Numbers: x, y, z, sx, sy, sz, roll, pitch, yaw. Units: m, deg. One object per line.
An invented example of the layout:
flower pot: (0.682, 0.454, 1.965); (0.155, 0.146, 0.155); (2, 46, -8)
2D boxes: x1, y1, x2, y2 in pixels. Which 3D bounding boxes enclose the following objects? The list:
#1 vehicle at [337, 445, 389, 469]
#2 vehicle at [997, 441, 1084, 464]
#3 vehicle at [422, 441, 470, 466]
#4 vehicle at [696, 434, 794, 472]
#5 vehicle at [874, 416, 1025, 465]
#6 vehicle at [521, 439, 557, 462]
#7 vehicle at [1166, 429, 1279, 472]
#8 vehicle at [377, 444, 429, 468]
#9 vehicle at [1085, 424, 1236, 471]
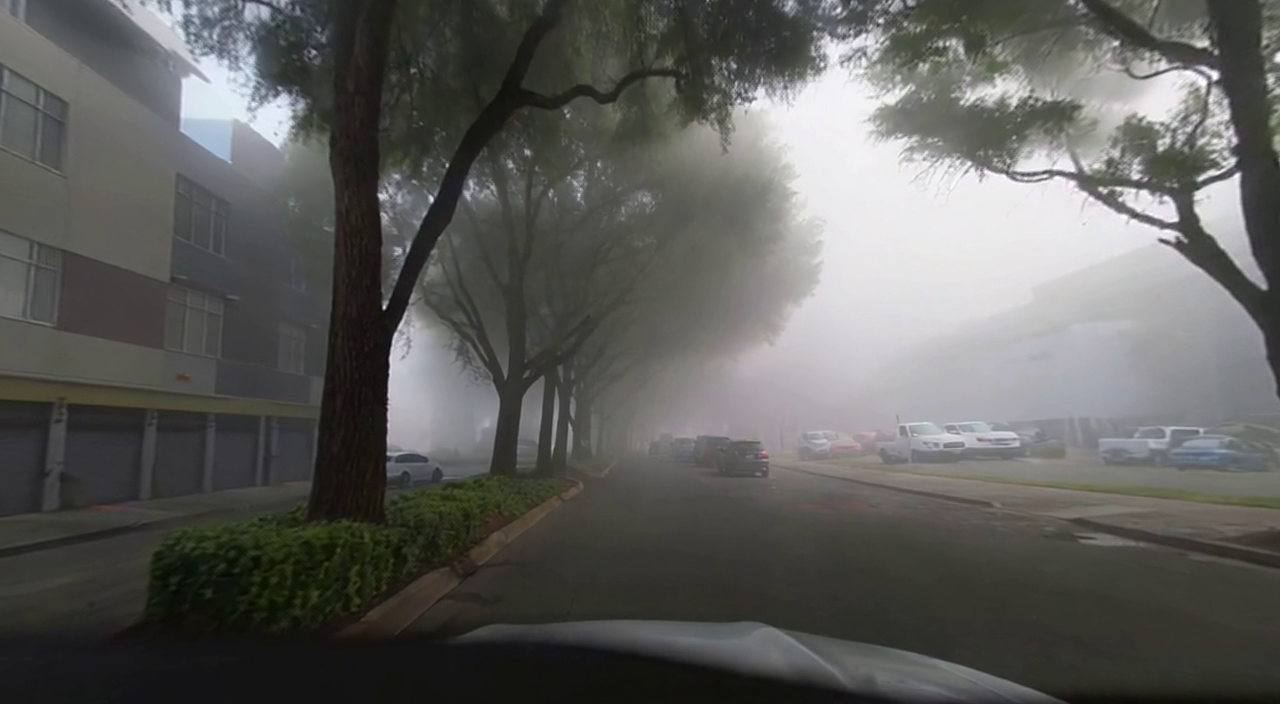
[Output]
vehicle: (-19.914, 7.540, 45.651); (1.880, 1.617, 3.870); (0, -8, 2)
vehicle: (26.589, 6.676, 42.039); (4.558, 1.452, 1.790); (0, -8, -1)
vehicle: (-14.037, 7.372, 45.965); (1.888, 1.657, 4.138); (0, -8, 5)
vehicle: (5.226, 4.978, 31.307); (4.626, 1.723, 1.939); (5, -10, -33)
vehicle: (13.795, 3.972, 28.405); (5.540, 2.045, 2.259); (0, -8, -2)
vehicle: (-7.540, 7.402, 47.592); (1.993, 1.640, 4.457); (0, -8, -1)
vehicle: (26.624, 4.374, 28.079); (4.591, 1.808, 2.016); (0, -9, 0)
vehicle: (-16.897, 7.434, 45.289); (1.850, 1.531, 4.256); (0, -8, 4)
vehicle: (25.816, 4.746, 31.484); (5.596, 2.168, 2.307); (2, -8, -4)
